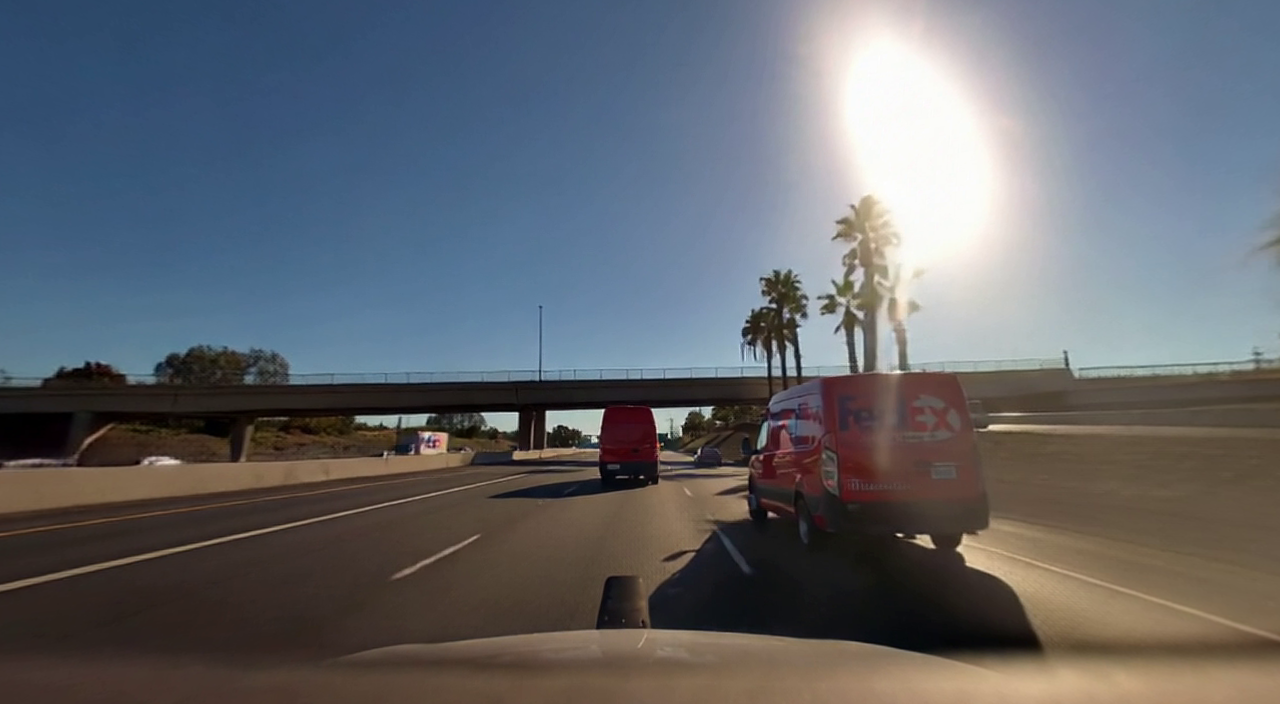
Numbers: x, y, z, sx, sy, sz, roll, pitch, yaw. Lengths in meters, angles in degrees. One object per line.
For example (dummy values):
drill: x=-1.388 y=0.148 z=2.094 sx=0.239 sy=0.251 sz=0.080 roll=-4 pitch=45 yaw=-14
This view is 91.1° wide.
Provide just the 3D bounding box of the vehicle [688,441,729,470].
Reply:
vehicle: x=4.041 y=6.191 z=37.675 sx=1.987 sy=1.648 sz=3.984 roll=0 pitch=-9 yaw=0

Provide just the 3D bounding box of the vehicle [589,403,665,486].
vehicle: x=-0.313 y=3.503 z=23.816 sx=2.476 sy=2.776 sz=5.598 roll=0 pitch=-9 yaw=3

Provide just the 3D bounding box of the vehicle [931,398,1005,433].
vehicle: x=23.396 y=4.642 z=45.126 sx=2.445 sy=2.240 sz=5.659 roll=-1 pitch=-8 yaw=3
